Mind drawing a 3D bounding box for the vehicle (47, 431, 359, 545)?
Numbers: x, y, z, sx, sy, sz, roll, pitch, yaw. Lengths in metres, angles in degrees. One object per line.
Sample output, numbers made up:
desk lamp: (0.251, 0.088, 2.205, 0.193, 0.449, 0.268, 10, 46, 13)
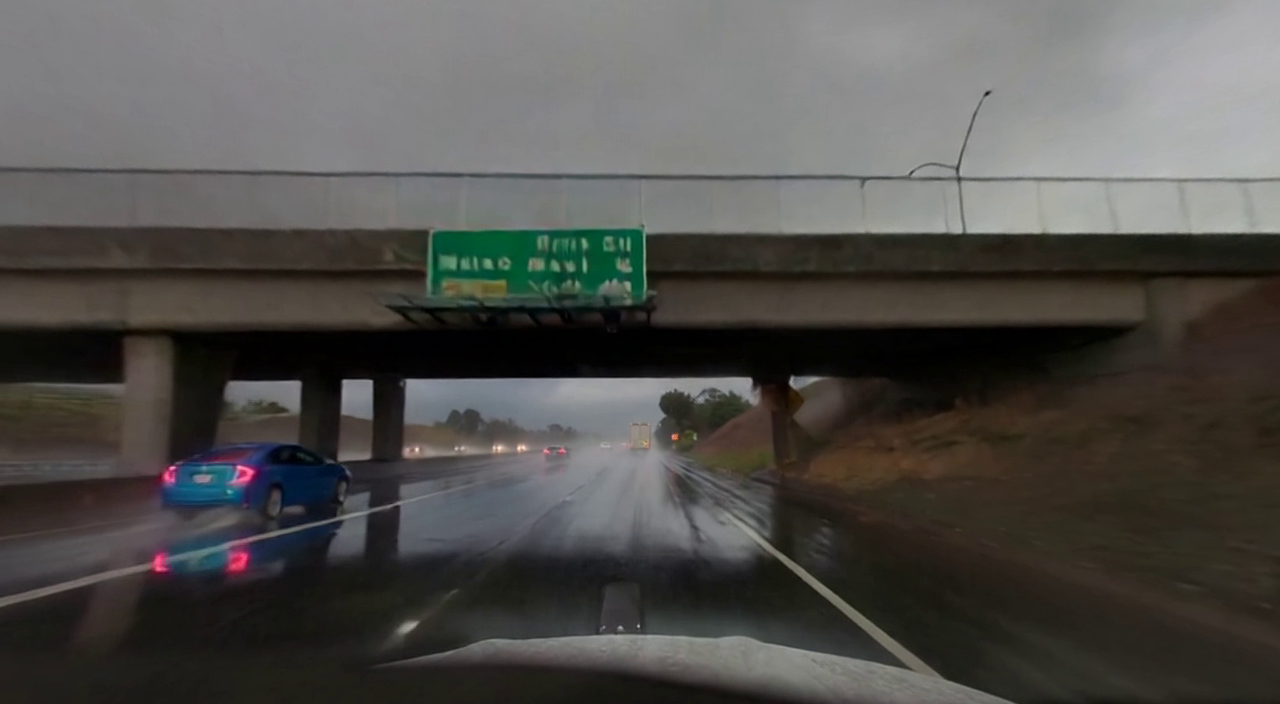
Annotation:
vehicle: (-7.028, 2.212, 10.970, 2.096, 1.541, 4.610, 0, -8, 0)
